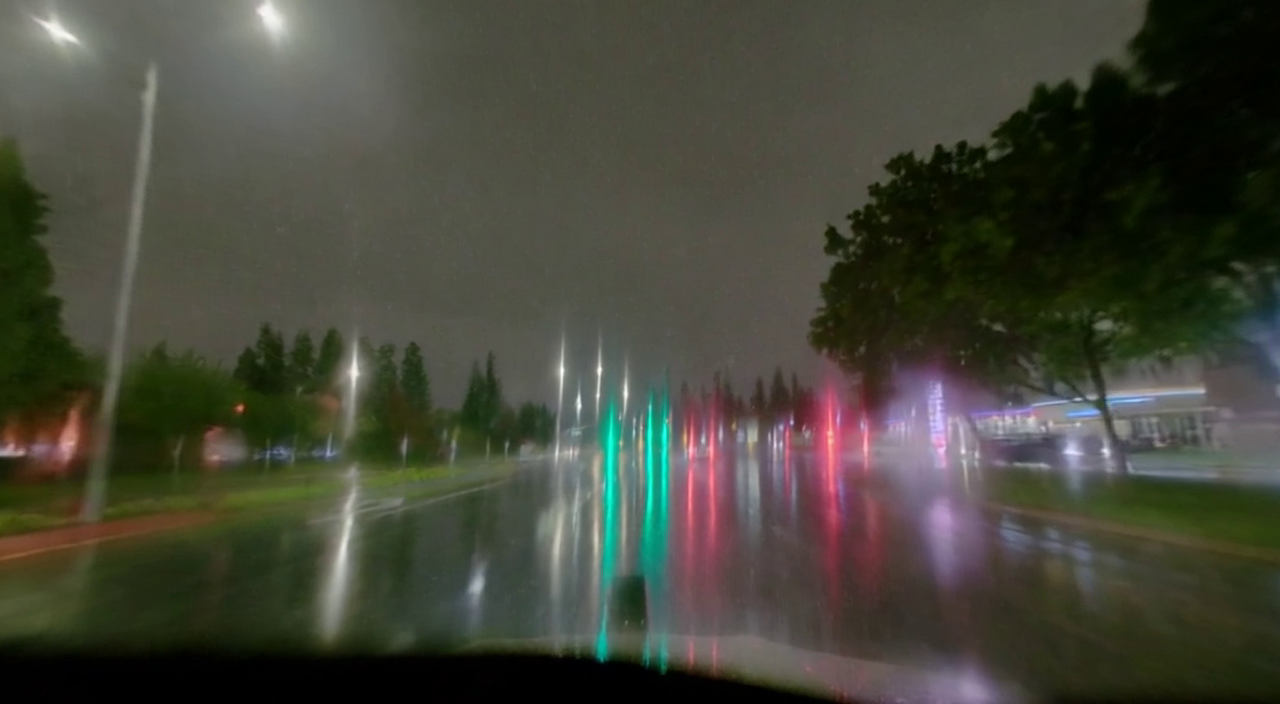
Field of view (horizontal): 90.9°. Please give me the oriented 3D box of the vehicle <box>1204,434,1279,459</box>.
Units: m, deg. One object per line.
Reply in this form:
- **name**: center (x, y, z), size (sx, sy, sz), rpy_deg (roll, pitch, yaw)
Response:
- **vehicle**: center (38.090, 5.863, 38.992), size (2.007, 1.469, 4.518), rpy_deg (8, -12, -44)

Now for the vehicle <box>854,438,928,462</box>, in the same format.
- **vehicle**: center (17.282, 6.753, 43.543), size (4.233, 1.562, 2.143), rpy_deg (0, -9, 1)

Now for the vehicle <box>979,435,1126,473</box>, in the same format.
- **vehicle**: center (17.007, 4.218, 26.164), size (4.685, 1.478, 1.849), rpy_deg (-1, -9, 2)

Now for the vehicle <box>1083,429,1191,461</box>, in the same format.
- **vehicle**: center (30.370, 5.724, 38.642), size (2.038, 1.770, 4.755), rpy_deg (7, -12, -42)

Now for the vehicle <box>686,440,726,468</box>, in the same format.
- **vehicle**: center (4.133, 6.439, 39.937), size (2.007, 1.683, 4.171), rpy_deg (0, -9, -1)

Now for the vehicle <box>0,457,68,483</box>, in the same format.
- **vehicle**: center (-44.604, 8.534, 45.531), size (4.408, 1.629, 2.141), rpy_deg (-3, -9, -2)
